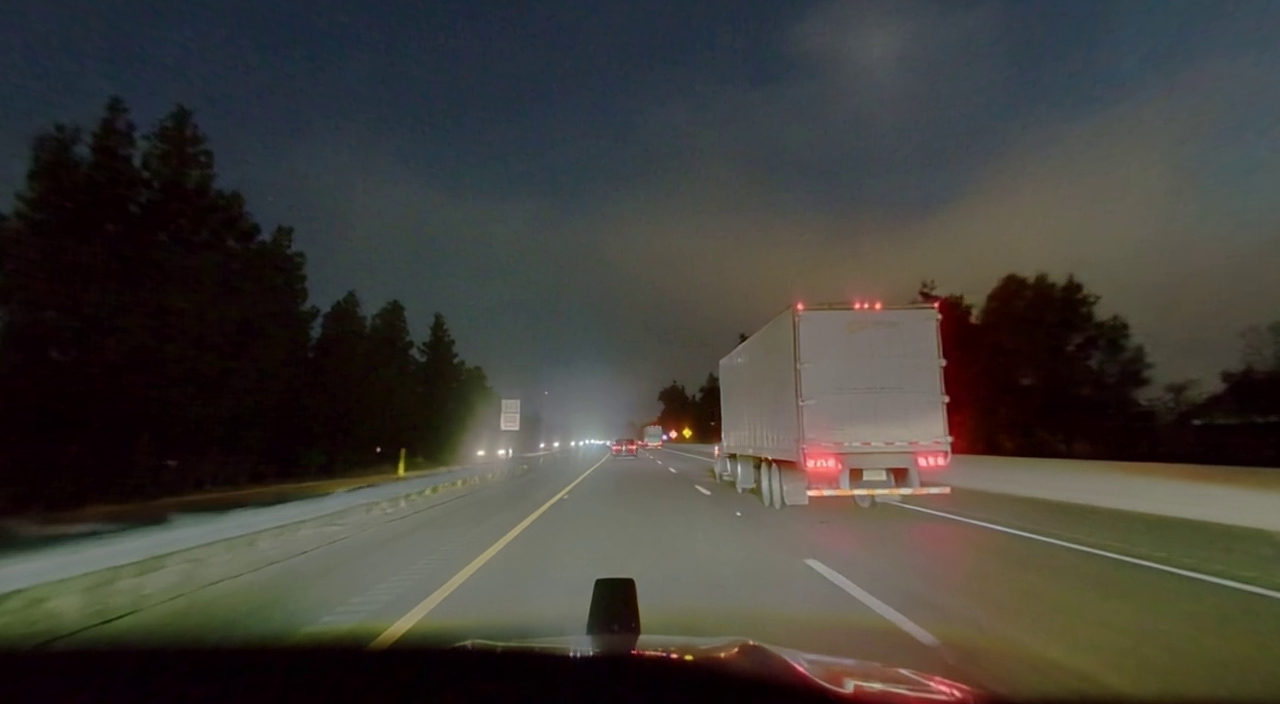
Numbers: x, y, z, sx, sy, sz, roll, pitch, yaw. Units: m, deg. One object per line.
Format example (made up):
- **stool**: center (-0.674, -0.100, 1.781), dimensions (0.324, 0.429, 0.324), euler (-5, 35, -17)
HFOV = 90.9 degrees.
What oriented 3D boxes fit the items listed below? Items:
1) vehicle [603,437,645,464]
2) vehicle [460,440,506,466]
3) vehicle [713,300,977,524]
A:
- **vehicle**: center (-0.917, 5.639, 36.346), dimensions (2.259, 1.466, 3.693), euler (0, -7, -1)
- **vehicle**: center (-10.270, 6.620, 41.524), dimensions (1.963, 1.573, 3.985), euler (0, -8, 0)
- **vehicle**: center (3.686, 1.447, 14.075), dimensions (2.921, 3.526, 8.207), euler (0, -8, -1)
